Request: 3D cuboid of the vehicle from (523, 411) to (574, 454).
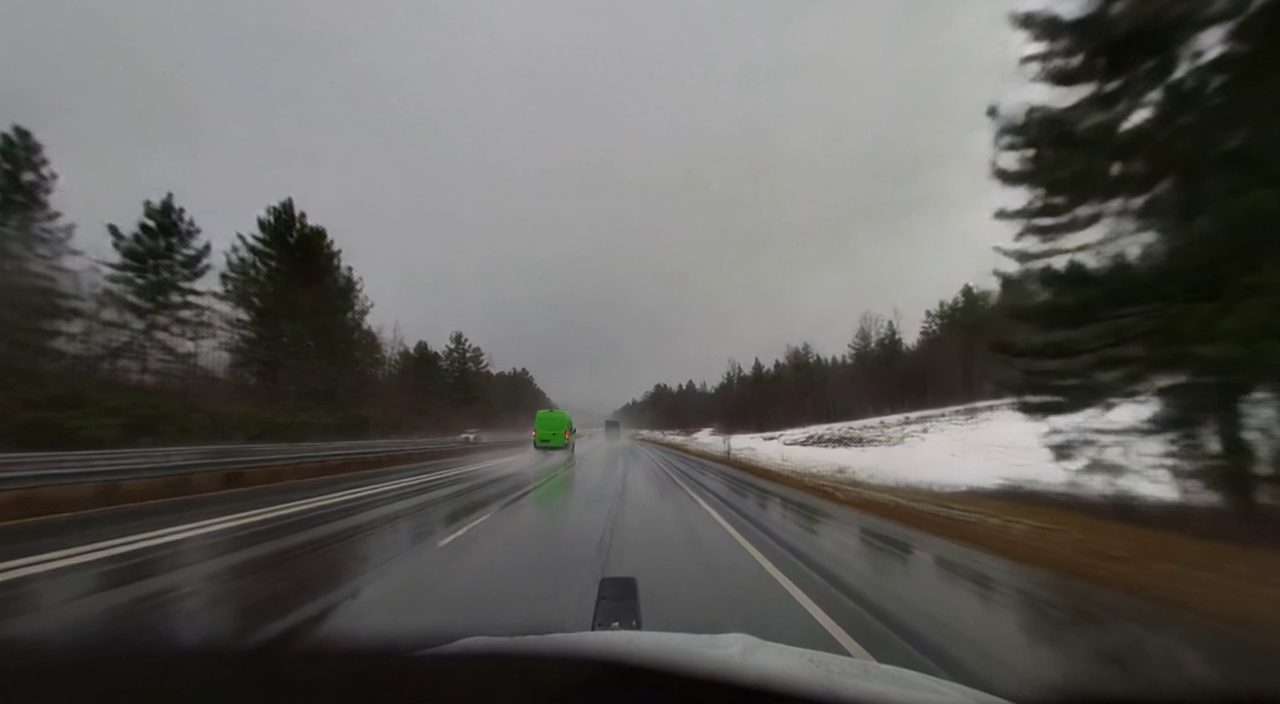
[{"bbox_3d":[-5.721,5.171,40.143,2.561,2.509,5.465,0,-8,-1],"label":"vehicle"}]
